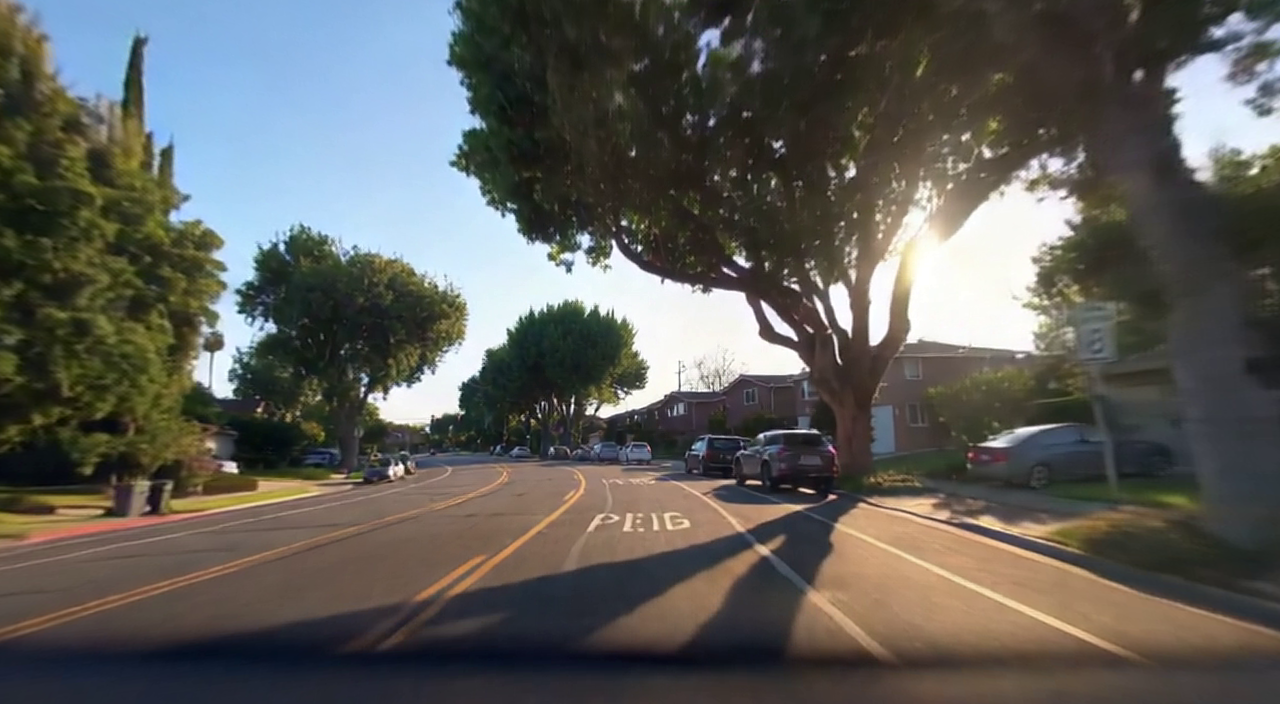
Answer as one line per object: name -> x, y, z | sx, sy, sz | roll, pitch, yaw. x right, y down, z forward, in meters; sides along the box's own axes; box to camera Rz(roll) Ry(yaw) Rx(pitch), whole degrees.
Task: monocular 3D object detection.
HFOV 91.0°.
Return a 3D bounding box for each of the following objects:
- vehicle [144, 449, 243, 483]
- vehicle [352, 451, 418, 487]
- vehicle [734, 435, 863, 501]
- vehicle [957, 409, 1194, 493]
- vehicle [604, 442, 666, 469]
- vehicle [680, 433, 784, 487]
vehicle -> -20.997, 5.363, 29.862 | 1.942, 1.464, 4.537 | 2, -9, -9
vehicle -> -13.397, 6.117, 33.332 | 2.292, 1.499, 4.661 | -4, -8, -11
vehicle -> 4.801, 3.631, 20.344 | 1.954, 1.732, 6.409 | 2, -8, -5
vehicle -> 11.684, 2.675, 17.124 | 4.882, 1.766, 2.040 | -4, -9, -4
vehicle -> -0.511, 7.536, 45.942 | 2.723, 1.785, 7.174 | 3, -10, -16
vehicle -> 3.746, 4.622, 27.381 | 2.402, 1.889, 6.910 | 5, -9, -9
